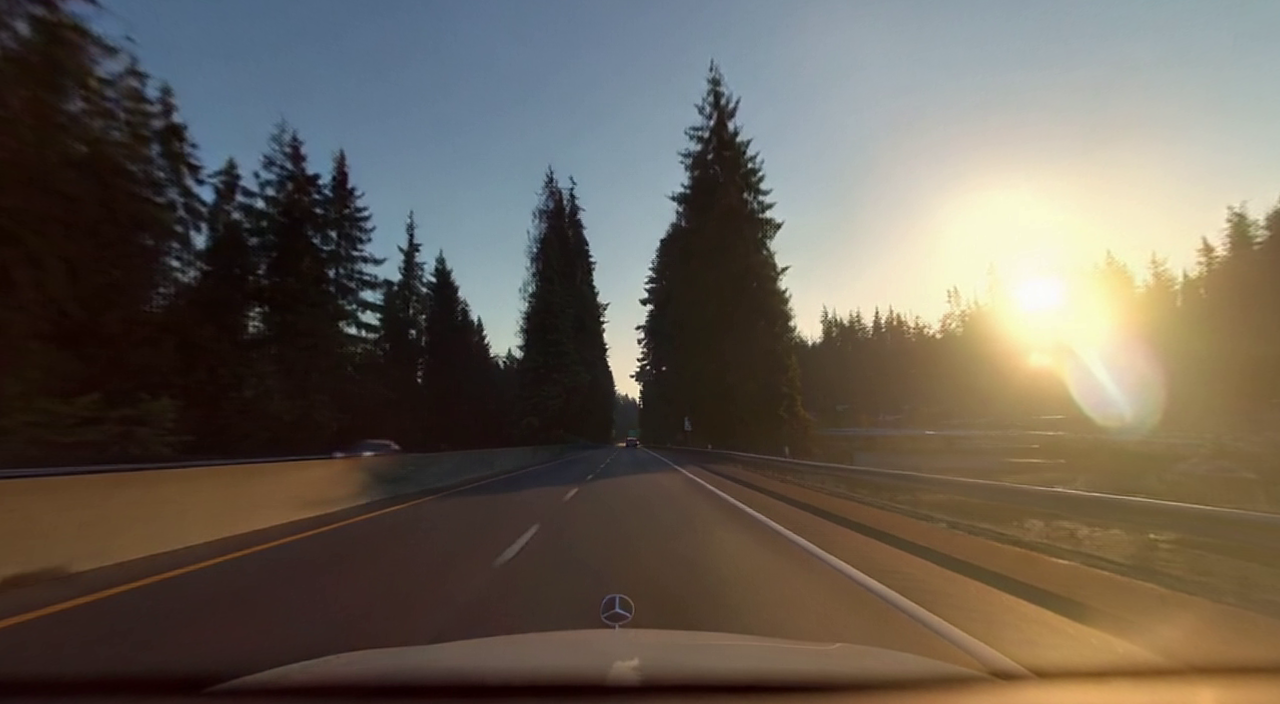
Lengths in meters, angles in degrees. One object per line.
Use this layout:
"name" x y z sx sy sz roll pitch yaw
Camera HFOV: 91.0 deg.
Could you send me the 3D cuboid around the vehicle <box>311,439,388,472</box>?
"vehicle" -14.130 5.019 30.890 1.885 1.485 4.050 0 -8 -1
